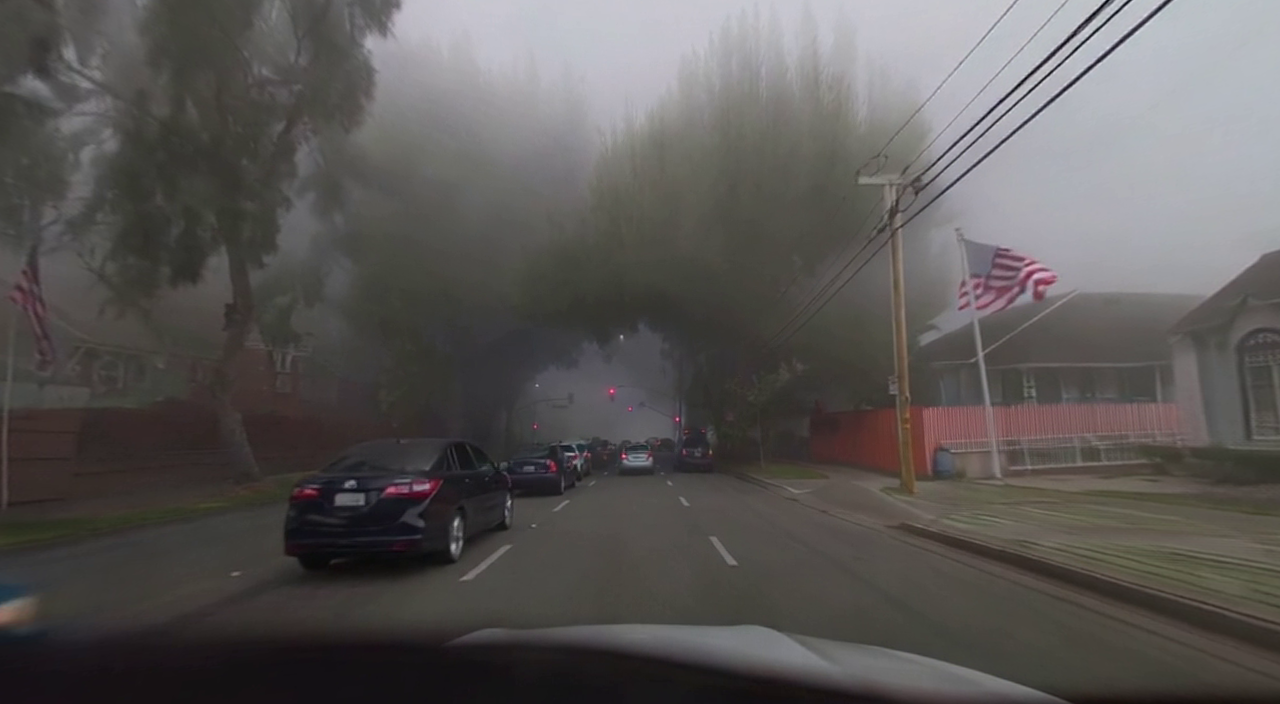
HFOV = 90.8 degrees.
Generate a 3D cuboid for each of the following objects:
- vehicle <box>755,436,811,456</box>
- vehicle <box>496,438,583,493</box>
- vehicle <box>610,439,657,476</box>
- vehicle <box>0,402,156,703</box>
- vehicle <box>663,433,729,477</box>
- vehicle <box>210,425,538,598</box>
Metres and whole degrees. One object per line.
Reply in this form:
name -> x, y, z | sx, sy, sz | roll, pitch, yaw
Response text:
vehicle -> 11.079, 7.308, 48.973 | 3.883, 1.496, 1.779 | 1, -9, -2
vehicle -> -2.966, 3.477, 19.714 | 1.897, 1.484, 4.716 | 0, -9, 1
vehicle -> -0.306, 4.578, 27.646 | 1.927, 1.453, 3.848 | 0, -9, -1
vehicle -> -3.032, 0.664, 0.380 | 1.970, 1.477, 4.380 | 0, -9, 0
vehicle -> 2.255, 4.329, 26.748 | 2.258, 1.682, 4.635 | 0, -9, -1
vehicle -> -2.693, 1.734, 7.854 | 2.081, 1.488, 4.566 | 0, -9, 0
